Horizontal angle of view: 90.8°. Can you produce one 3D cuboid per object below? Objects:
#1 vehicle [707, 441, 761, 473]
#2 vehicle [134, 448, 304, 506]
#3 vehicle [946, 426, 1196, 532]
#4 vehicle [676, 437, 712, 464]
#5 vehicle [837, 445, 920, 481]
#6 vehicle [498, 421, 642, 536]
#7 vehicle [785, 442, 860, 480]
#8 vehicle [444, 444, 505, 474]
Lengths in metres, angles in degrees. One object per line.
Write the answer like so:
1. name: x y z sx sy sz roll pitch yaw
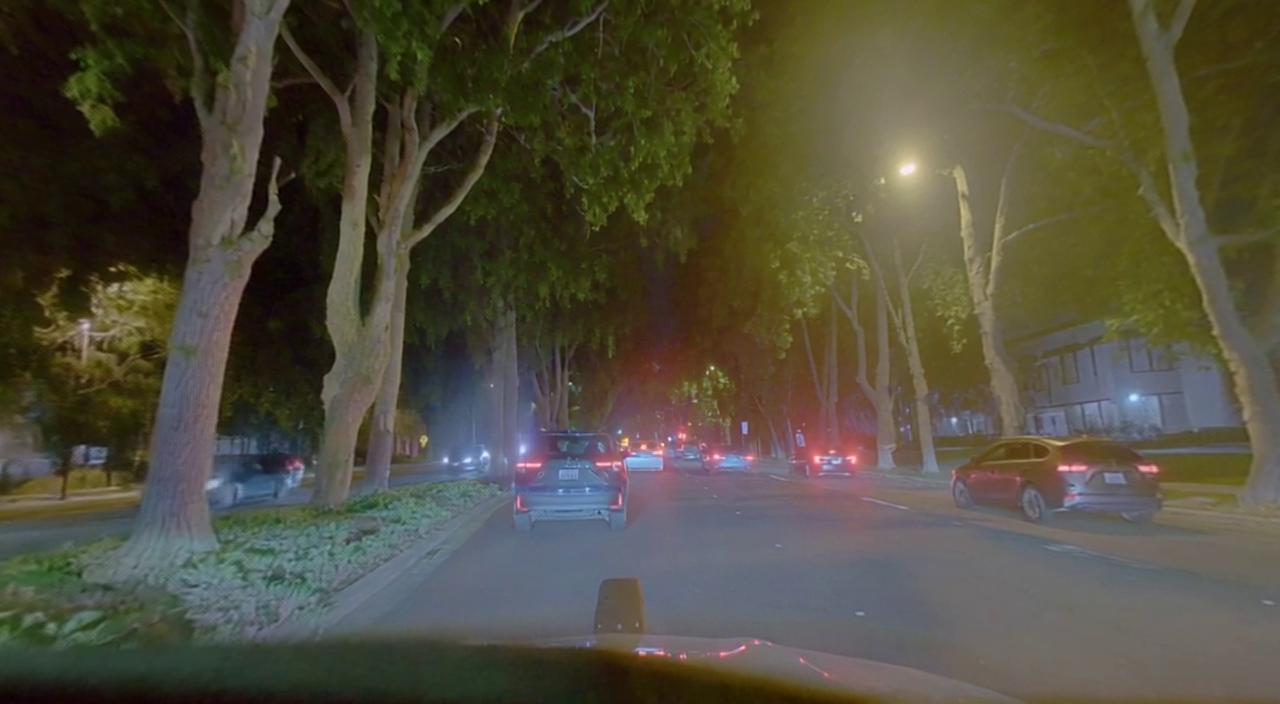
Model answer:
1. vehicle: 4.683 5.309 32.241 2.175 1.477 4.520 0 -8 2
2. vehicle: -12.243 3.612 18.804 1.981 1.463 4.395 0 -8 1
3. vehicle: 8.143 2.408 12.596 2.168 1.709 4.289 -1 -8 5
4. vehicle: 3.844 7.147 45.989 2.114 1.846 4.659 0 -8 -1
5. vehicle: 10.598 4.942 28.509 1.894 1.469 4.775 0 -8 0
6. vehicle: -1.212 2.139 11.247 2.106 1.655 3.717 1 -8 -6
7. vehicle: 7.630 4.586 26.882 1.977 1.485 4.308 0 -8 1
8. vehicle: -8.569 5.560 33.084 1.966 1.489 4.099 0 -8 1
